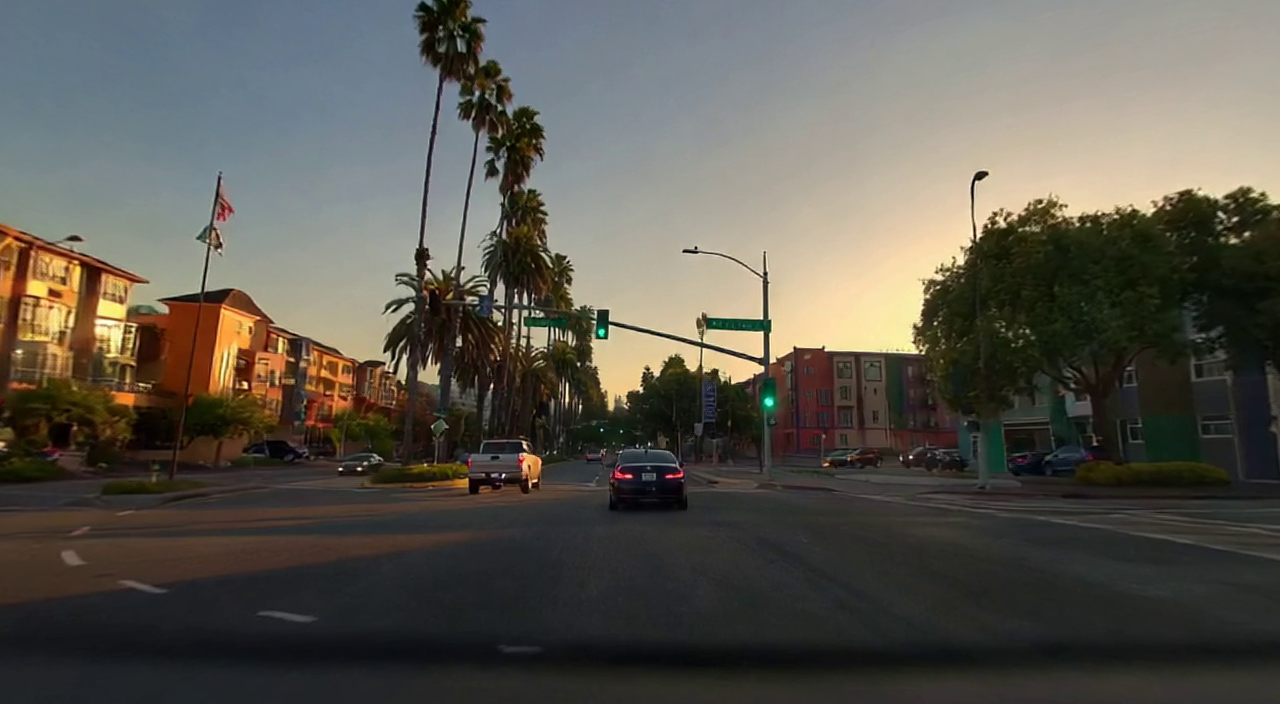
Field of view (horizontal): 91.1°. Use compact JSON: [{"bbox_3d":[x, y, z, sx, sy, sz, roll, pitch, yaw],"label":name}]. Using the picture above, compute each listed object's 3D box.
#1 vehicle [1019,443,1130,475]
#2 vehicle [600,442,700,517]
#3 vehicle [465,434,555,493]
[{"bbox_3d":[23.623,5.785,34.253,1.908,1.626,4.559,8,-12,-44],"label":"vehicle"},{"bbox_3d":[0.172,3.018,15.452,2.122,1.562,4.152,0,-9,-1],"label":"vehicle"},{"bbox_3d":[-4.984,4.373,25.156,2.447,2.062,5.911,0,-8,-1],"label":"vehicle"}]
